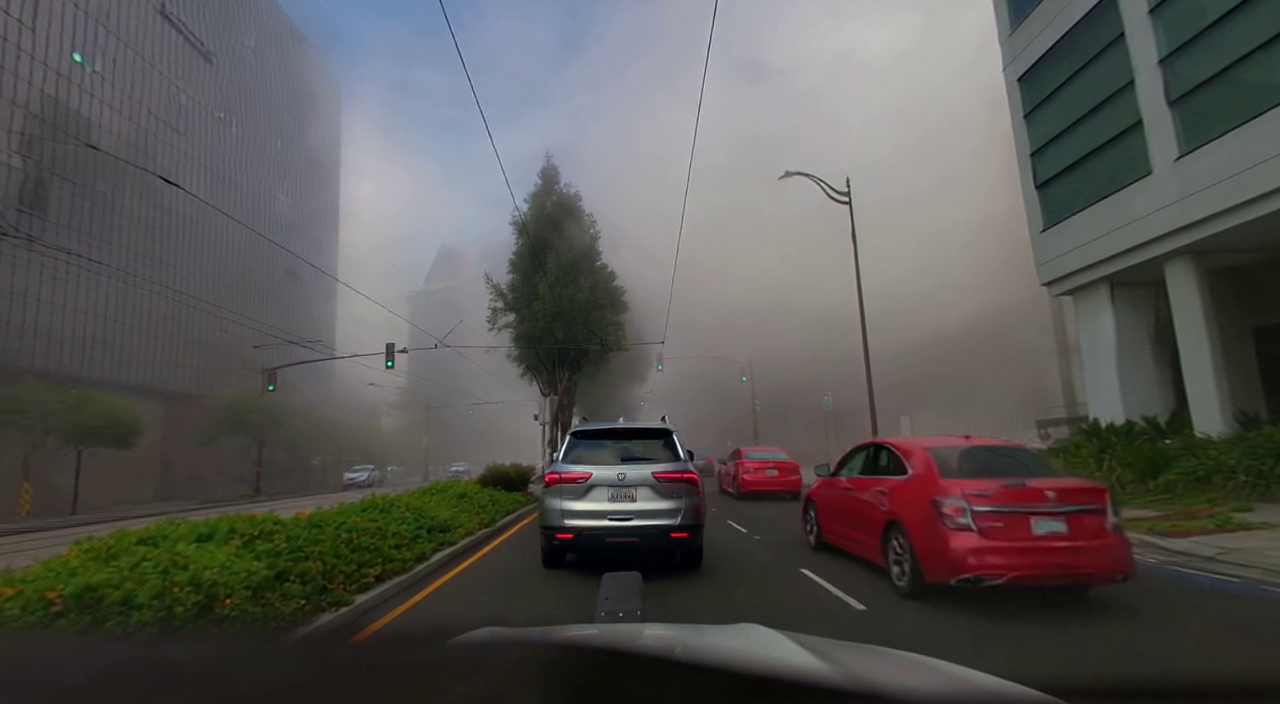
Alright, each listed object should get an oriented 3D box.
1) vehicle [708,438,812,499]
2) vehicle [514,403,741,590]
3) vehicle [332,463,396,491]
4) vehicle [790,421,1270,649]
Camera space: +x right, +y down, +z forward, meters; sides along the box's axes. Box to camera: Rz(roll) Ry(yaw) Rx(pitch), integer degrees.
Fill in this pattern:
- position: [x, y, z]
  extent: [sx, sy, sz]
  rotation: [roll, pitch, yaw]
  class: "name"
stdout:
- position: [3.412, 3.413, 18.892]
  extent: [2.128, 1.582, 4.188]
  rotation: [0, -8, -3]
  class: "vehicle"
- position: [-0.202, 1.706, 8.302]
  extent: [2.178, 1.779, 4.255]
  rotation: [0, -8, -2]
  class: "vehicle"
- position: [-15.807, 7.159, 36.414]
  extent: [1.798, 1.409, 4.239]
  rotation: [0, -8, -1]
  class: "vehicle"
- position: [3.114, 1.531, 6.405]
  extent: [1.993, 1.480, 4.324]
  rotation: [0, -8, -2]
  class: "vehicle"
